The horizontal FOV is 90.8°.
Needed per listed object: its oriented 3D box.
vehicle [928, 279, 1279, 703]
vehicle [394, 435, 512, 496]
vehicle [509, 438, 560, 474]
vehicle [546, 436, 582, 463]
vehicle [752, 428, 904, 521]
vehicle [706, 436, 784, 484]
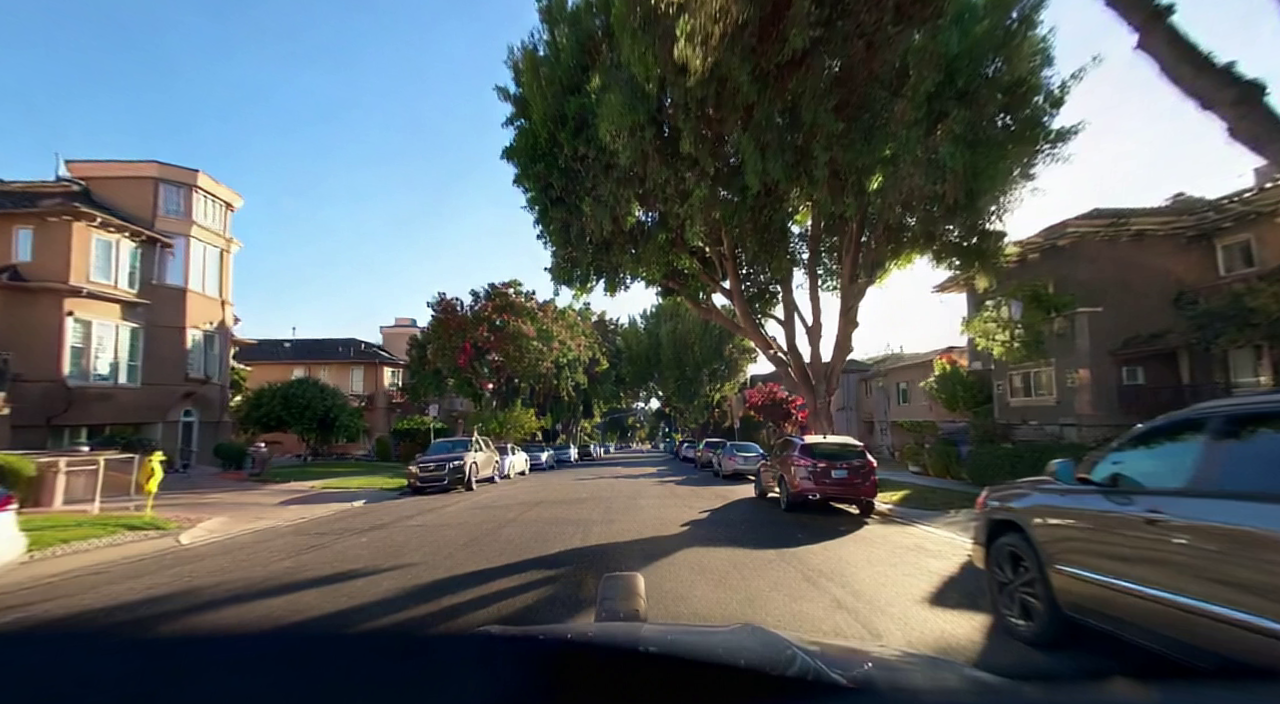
[{"bbox_3d":[3.410,0.751,2.568,2.140,1.937,4.915,0,-8,0],"label":"vehicle"},{"bbox_3d":[-5.760,3.556,20.186,2.169,1.574,5.016,-3,-9,1],"label":"vehicle"},{"bbox_3d":[-5.571,5.484,33.804,1.901,1.475,4.425,-4,-6,0],"label":"vehicle"},{"bbox_3d":[-5.546,7.217,46.700,2.106,1.760,4.573,-4,-9,-1],"label":"vehicle"},{"bbox_3d":[3.636,2.439,13.112,1.909,1.595,4.136,0,-8,1],"label":"vehicle"},{"bbox_3d":[3.564,3.769,22.340,1.881,1.482,4.531,0,-8,-2],"label":"vehicle"}]
